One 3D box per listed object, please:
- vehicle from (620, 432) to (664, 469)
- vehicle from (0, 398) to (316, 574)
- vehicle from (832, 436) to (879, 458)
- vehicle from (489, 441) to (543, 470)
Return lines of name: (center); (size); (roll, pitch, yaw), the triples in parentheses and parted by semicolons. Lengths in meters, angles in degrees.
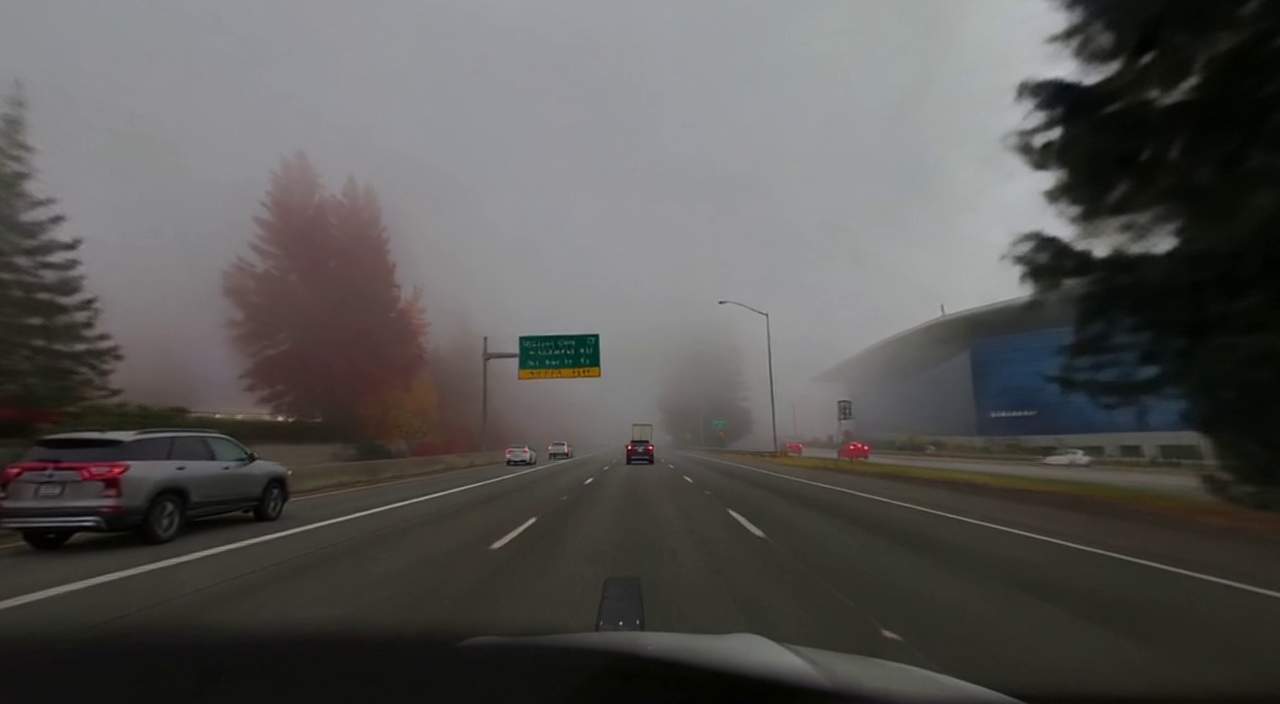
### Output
vehicle: (0.094, 5.388, 34.583); (2.245, 1.863, 4.801); (0, -8, 0)
vehicle: (-7.126, 1.779, 9.170); (2.146, 1.834, 4.999); (0, -8, 0)
vehicle: (16.942, 7.509, 49.751); (2.019, 1.657, 4.582); (0, -9, -1)
vehicle: (-6.885, 5.823, 35.501); (2.074, 1.495, 4.643); (0, -8, 0)
